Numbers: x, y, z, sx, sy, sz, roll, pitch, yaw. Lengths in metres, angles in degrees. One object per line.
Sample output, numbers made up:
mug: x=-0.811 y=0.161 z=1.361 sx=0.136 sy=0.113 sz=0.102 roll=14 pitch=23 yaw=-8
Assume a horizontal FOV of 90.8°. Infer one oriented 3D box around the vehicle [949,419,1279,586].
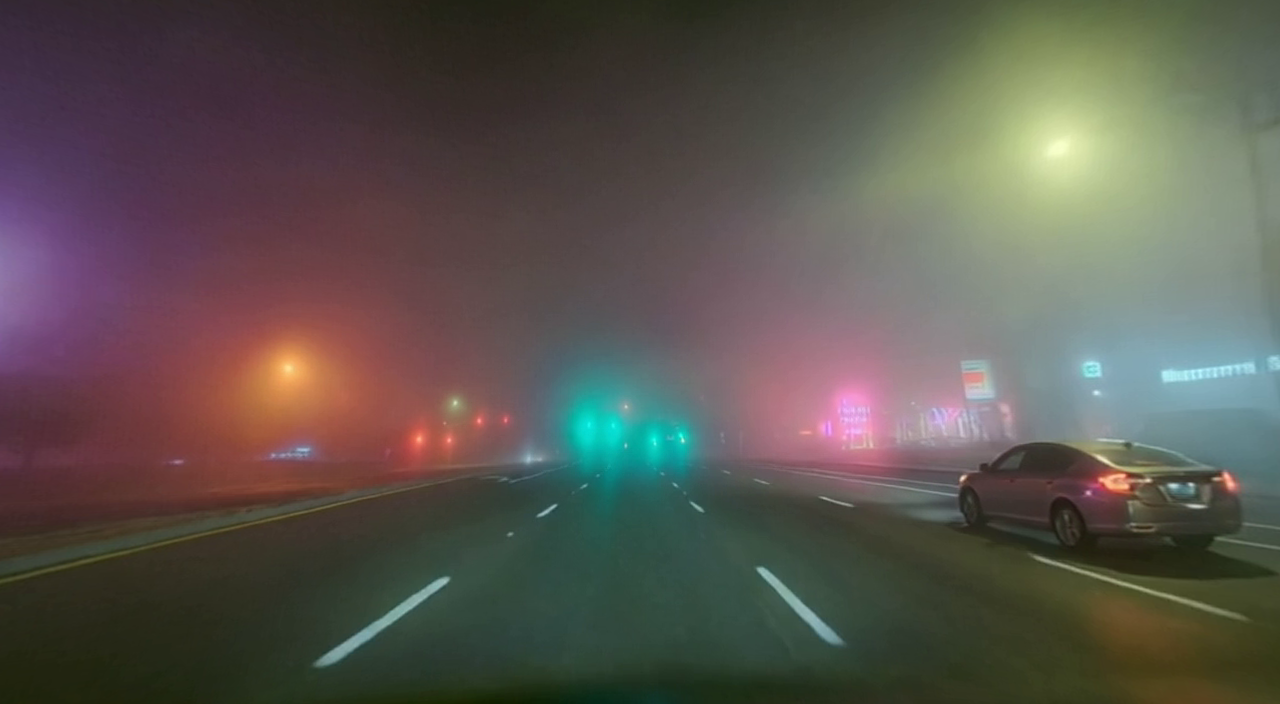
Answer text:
vehicle: x=6.123 y=1.696 z=8.033 sx=2.070 sy=1.491 sz=4.575 roll=0 pitch=-9 yaw=0
